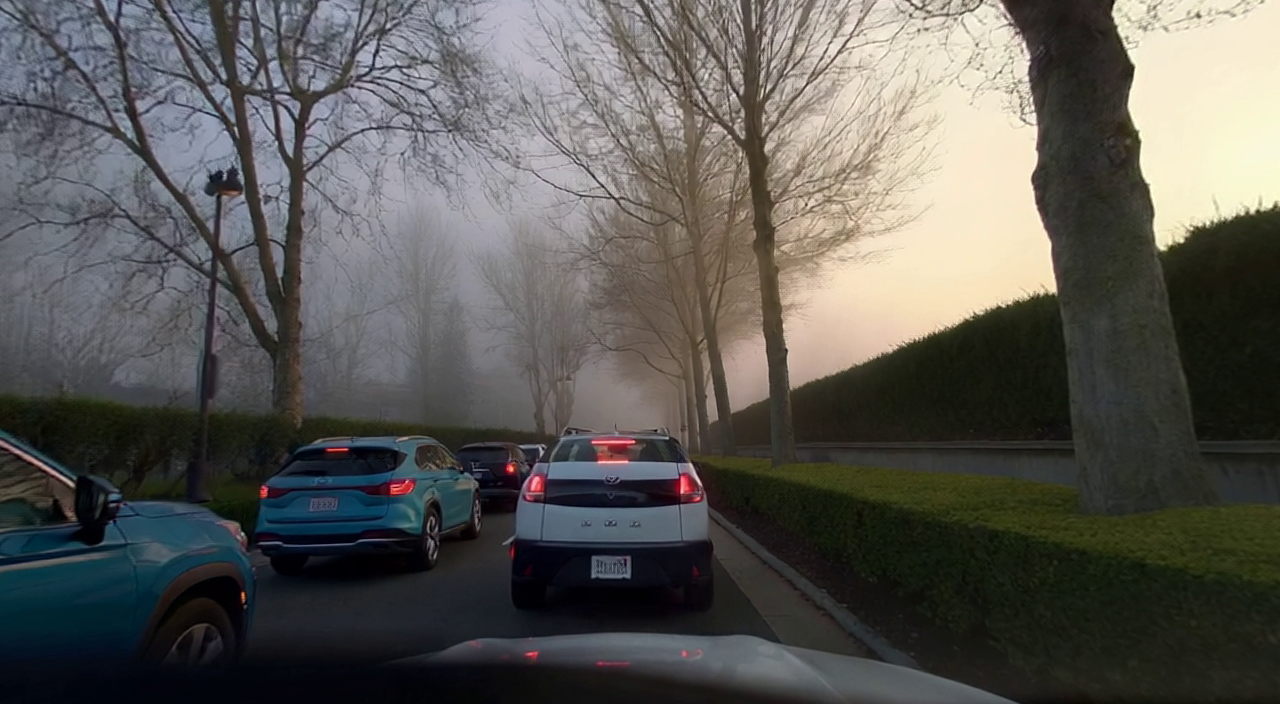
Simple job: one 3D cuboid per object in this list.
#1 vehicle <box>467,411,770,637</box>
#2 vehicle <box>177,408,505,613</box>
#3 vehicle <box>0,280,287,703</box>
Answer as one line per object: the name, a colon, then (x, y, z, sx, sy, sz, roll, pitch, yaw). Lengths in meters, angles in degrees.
vehicle: (-0.181, 1.544, 6.564, 2.154, 1.581, 4.007, 0, -9, -1)
vehicle: (-3.412, 1.848, 8.308, 2.256, 1.728, 4.421, -6, -8, -2)
vehicle: (-3.286, 0.669, 1.261, 2.205, 1.913, 5.327, -6, -8, -2)
